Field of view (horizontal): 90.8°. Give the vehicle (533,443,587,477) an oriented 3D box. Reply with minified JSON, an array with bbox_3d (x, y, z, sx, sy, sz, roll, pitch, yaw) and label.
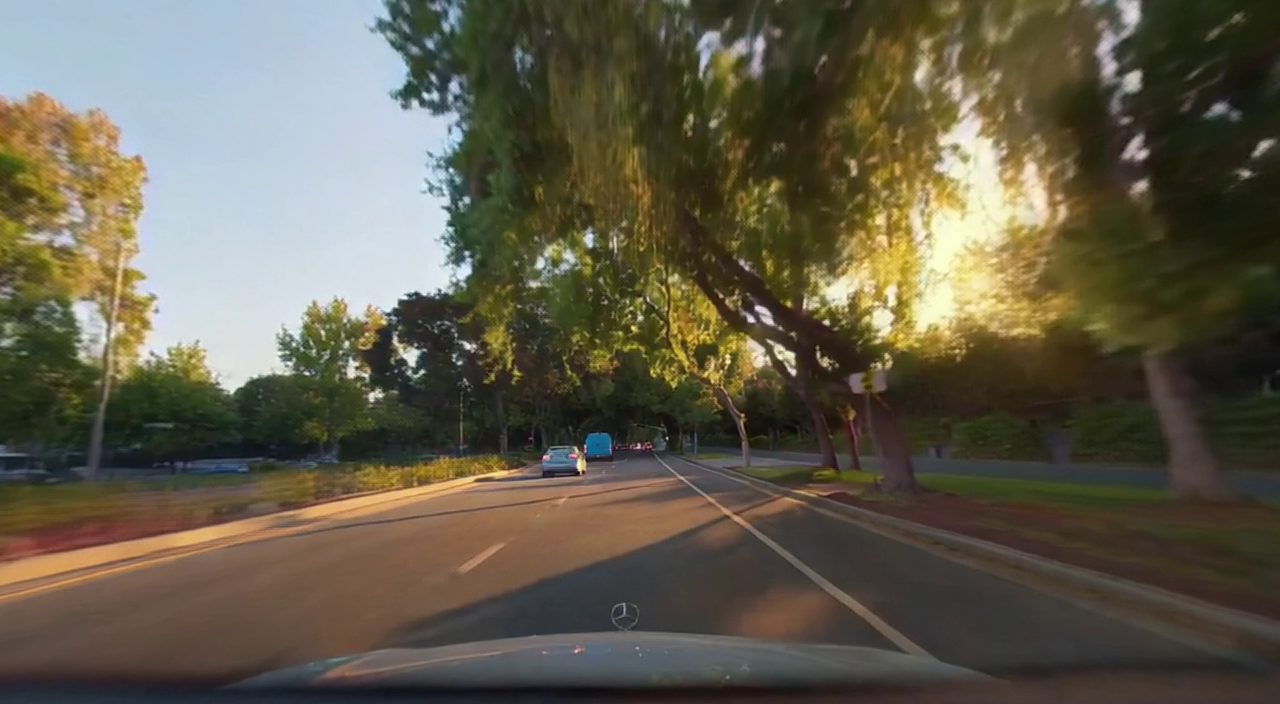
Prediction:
[{"bbox_3d":[-3.597,4.959,29.241,2.009,1.473,4.028,0,-9,0],"label":"vehicle"}]
